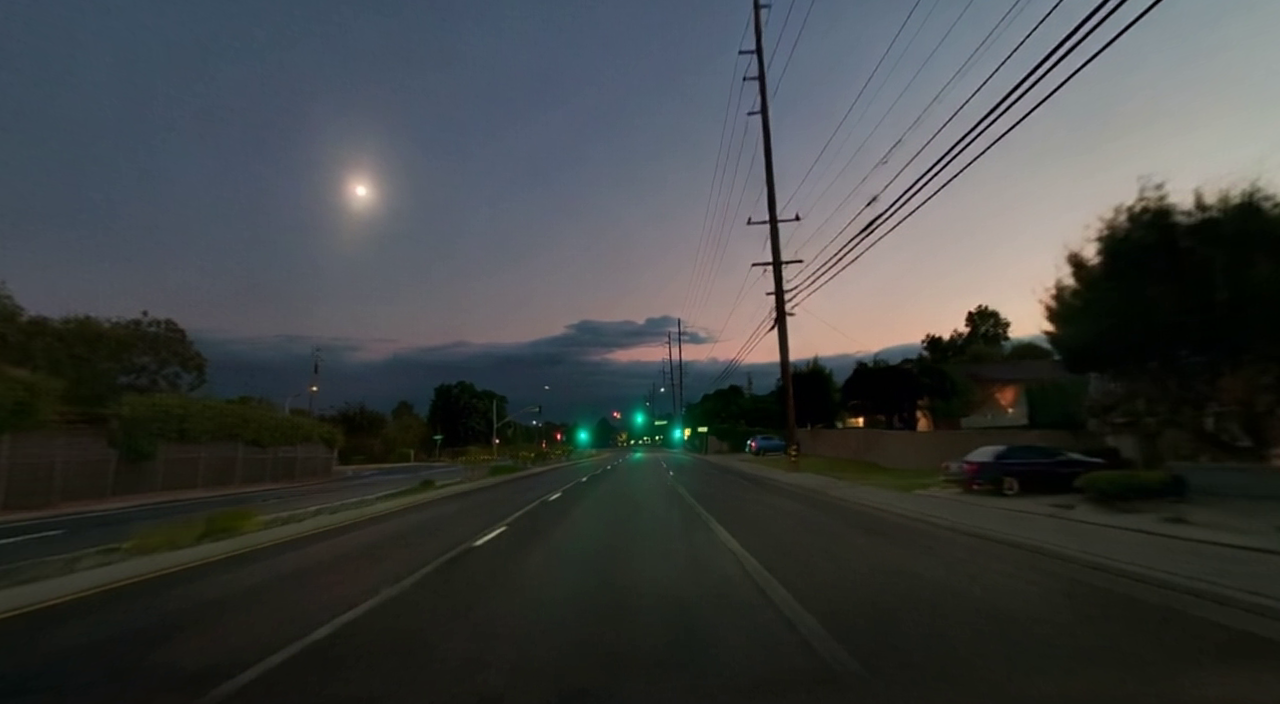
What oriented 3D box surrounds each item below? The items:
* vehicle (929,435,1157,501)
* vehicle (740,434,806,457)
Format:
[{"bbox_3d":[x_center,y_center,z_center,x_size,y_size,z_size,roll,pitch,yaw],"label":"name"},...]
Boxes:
[{"bbox_3d":[9.291,2.678,14.797,4.159,1.408,1.822,1,-8,-5],"label":"vehicle"},{"bbox_3d":[9.871,6.992,47.189,4.387,1.680,1.958,1,-8,-3],"label":"vehicle"}]
